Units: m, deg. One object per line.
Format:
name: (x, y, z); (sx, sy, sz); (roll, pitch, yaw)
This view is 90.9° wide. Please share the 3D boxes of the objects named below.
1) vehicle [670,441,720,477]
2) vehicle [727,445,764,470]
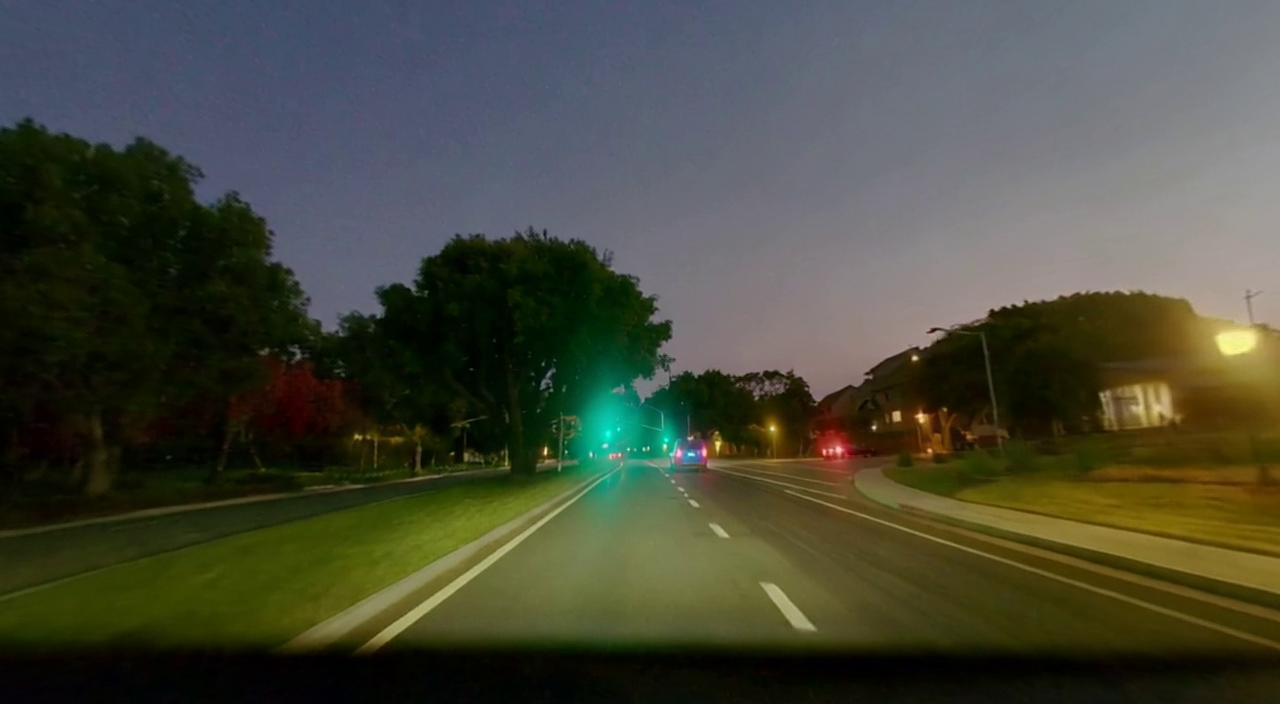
vehicle: (2.795, 5.627, 33.376); (2.180, 1.773, 4.639); (0, -9, -1)
vehicle: (8.246, 8.150, 48.815); (2.269, 1.826, 5.192); (-2, -9, 15)
